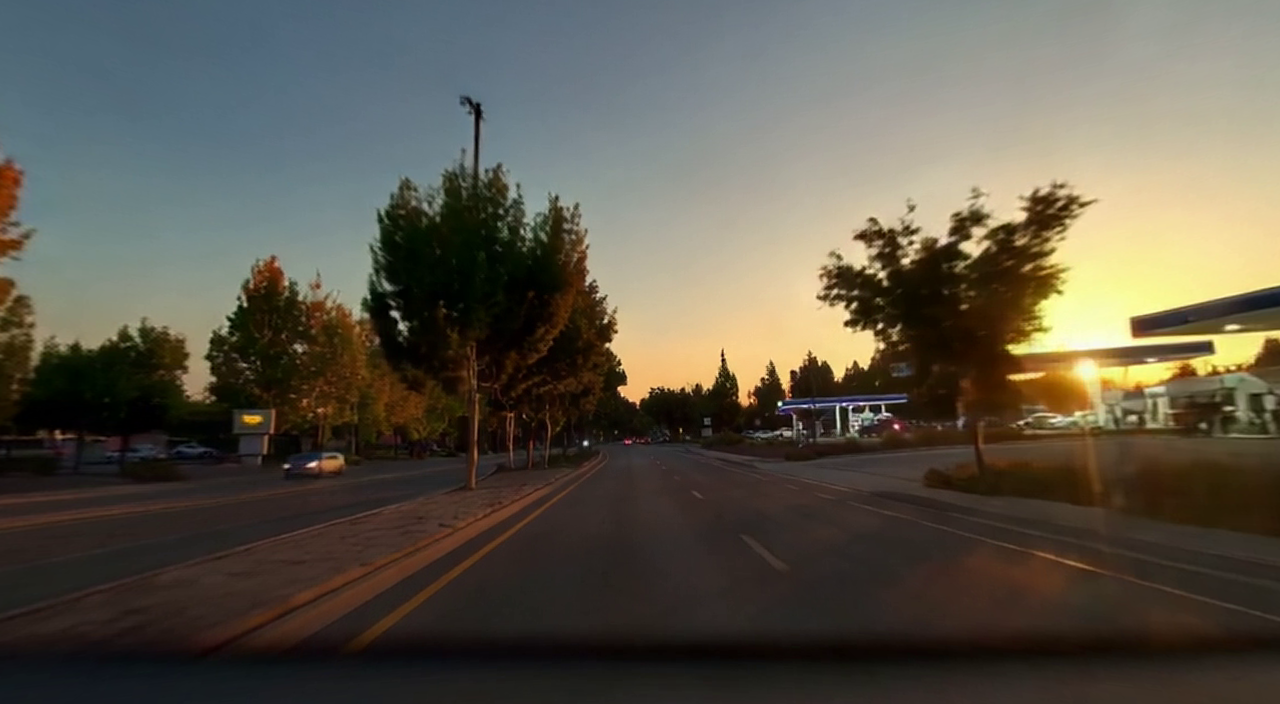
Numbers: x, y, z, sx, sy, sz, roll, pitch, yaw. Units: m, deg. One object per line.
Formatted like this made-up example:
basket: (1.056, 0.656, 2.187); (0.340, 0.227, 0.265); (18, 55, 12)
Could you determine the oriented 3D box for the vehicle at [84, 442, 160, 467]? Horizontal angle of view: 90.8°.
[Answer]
vehicle: (-34.602, 6.861, 42.230); (3.677, 1.434, 1.827); (-4, -9, 6)
